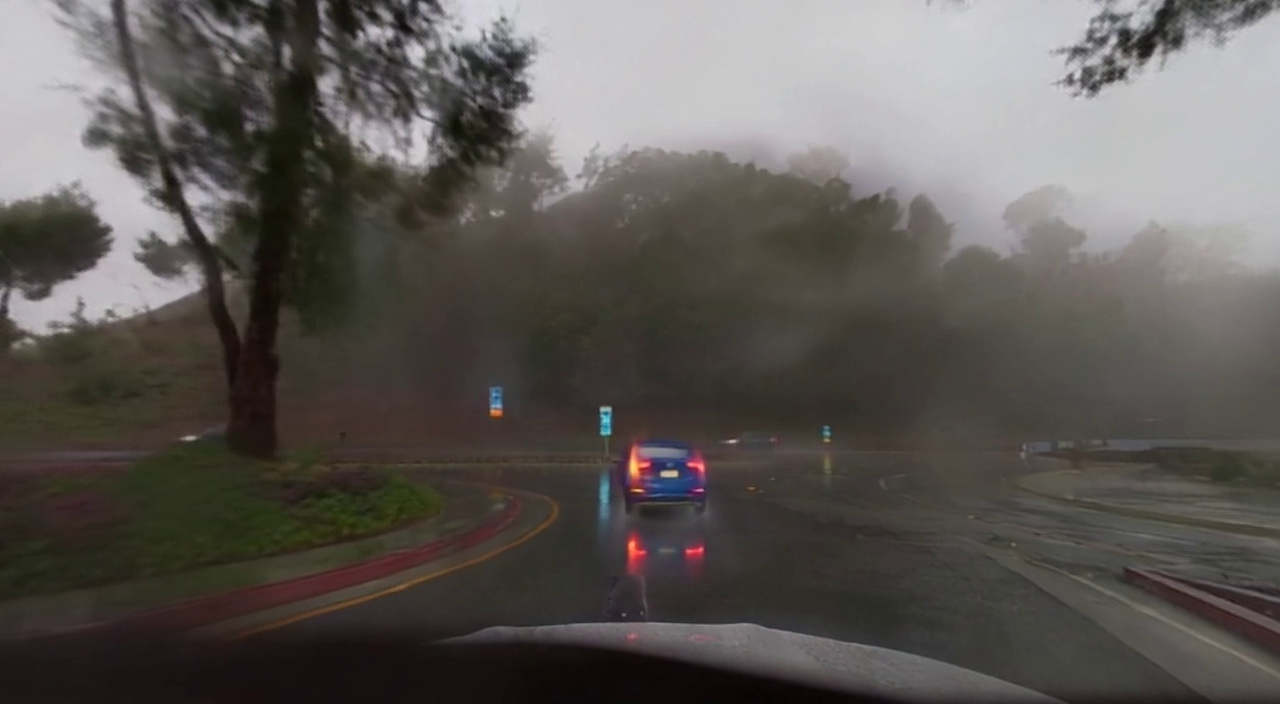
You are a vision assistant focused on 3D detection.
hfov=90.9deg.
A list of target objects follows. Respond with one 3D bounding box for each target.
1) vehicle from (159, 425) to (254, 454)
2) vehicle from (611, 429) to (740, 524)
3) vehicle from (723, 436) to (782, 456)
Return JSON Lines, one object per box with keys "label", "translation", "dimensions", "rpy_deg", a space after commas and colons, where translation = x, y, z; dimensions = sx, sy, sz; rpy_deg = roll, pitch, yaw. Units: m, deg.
{"label": "vehicle", "translation": [-24.567, 5.018, 35.893], "dimensions": [4.045, 1.569, 1.781], "rpy_deg": [3, -10, -23]}
{"label": "vehicle", "translation": [0.531, 2.485, 13.039], "dimensions": [2.078, 1.607, 4.010], "rpy_deg": [0, -9, -5]}
{"label": "vehicle", "translation": [8.713, 7.316, 48.978], "dimensions": [4.111, 1.551, 1.839], "rpy_deg": [3, -10, -22]}
